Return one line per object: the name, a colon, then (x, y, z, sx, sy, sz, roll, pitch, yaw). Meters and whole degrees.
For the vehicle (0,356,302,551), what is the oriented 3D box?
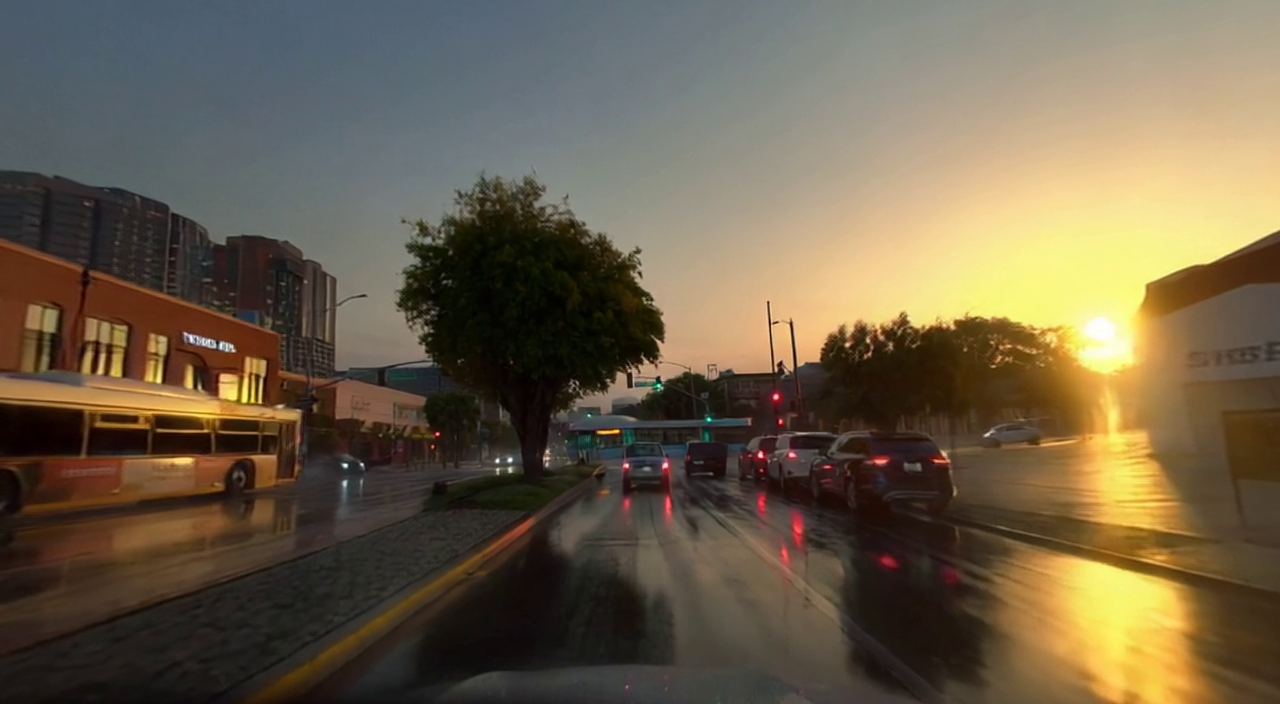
vehicle: (-12.838, 2.277, 14.328, 3.356, 3.365, 12.460, 0, -9, 0)

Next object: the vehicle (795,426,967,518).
vehicle: (5.000, 2.553, 13.880, 2.014, 1.681, 4.332, 0, -9, -1)

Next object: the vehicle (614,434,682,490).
vehicle: (0.190, 3.739, 21.715, 2.089, 1.699, 4.650, 1, -9, -1)

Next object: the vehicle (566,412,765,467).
vehicle: (1.721, 5.952, 42.883, 12.978, 3.538, 3.117, 0, -9, 3)

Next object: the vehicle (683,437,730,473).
vehicle: (3.309, 5.217, 32.104, 2.222, 1.688, 3.952, 0, -9, 3)
